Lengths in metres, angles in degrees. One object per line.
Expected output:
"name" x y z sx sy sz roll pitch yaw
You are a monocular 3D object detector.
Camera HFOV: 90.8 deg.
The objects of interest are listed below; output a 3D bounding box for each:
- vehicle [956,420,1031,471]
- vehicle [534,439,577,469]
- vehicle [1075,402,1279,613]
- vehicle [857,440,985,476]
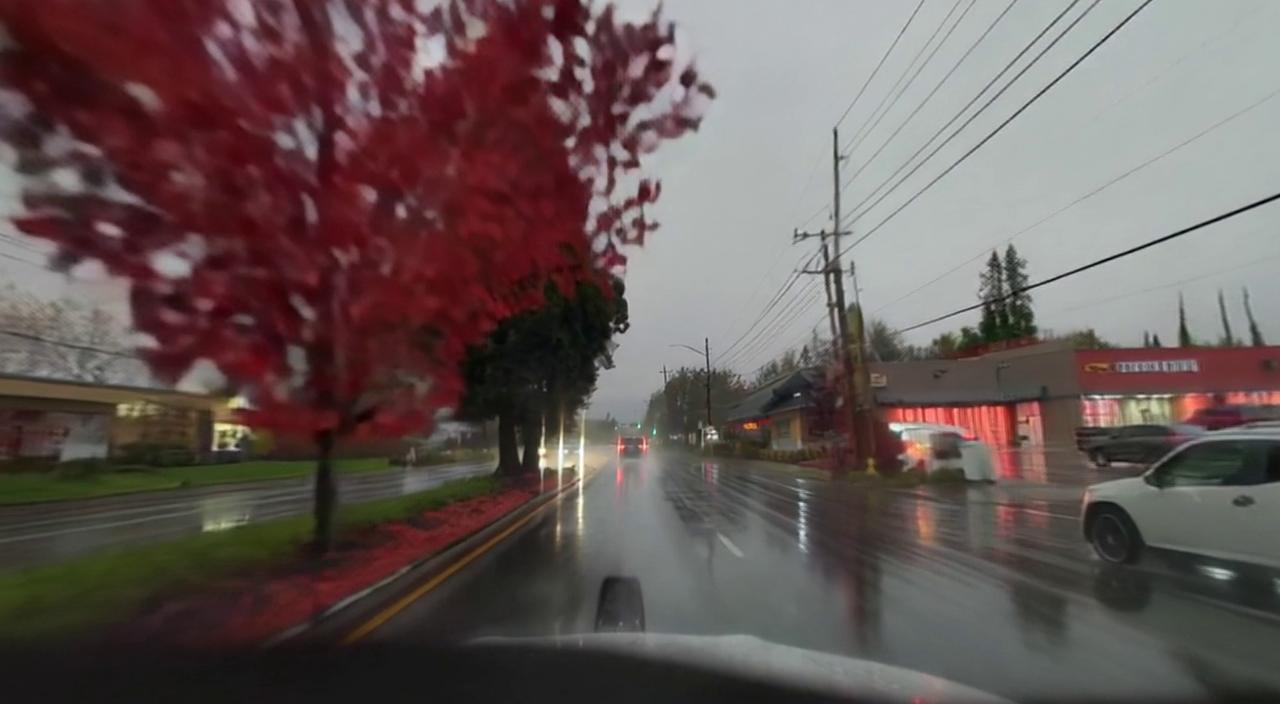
"vehicle" 19.116 5.069 34.233 2.918 2.614 1.930 3 -9 -18
"vehicle" -5.771 7.004 43.648 2.278 1.828 4.970 -2 -8 0
"vehicle" 6.235 1.286 5.262 1.995 1.705 4.434 0 -9 -1
"vehicle" 14.568 5.468 32.854 5.733 1.610 2.253 0 -8 -11
